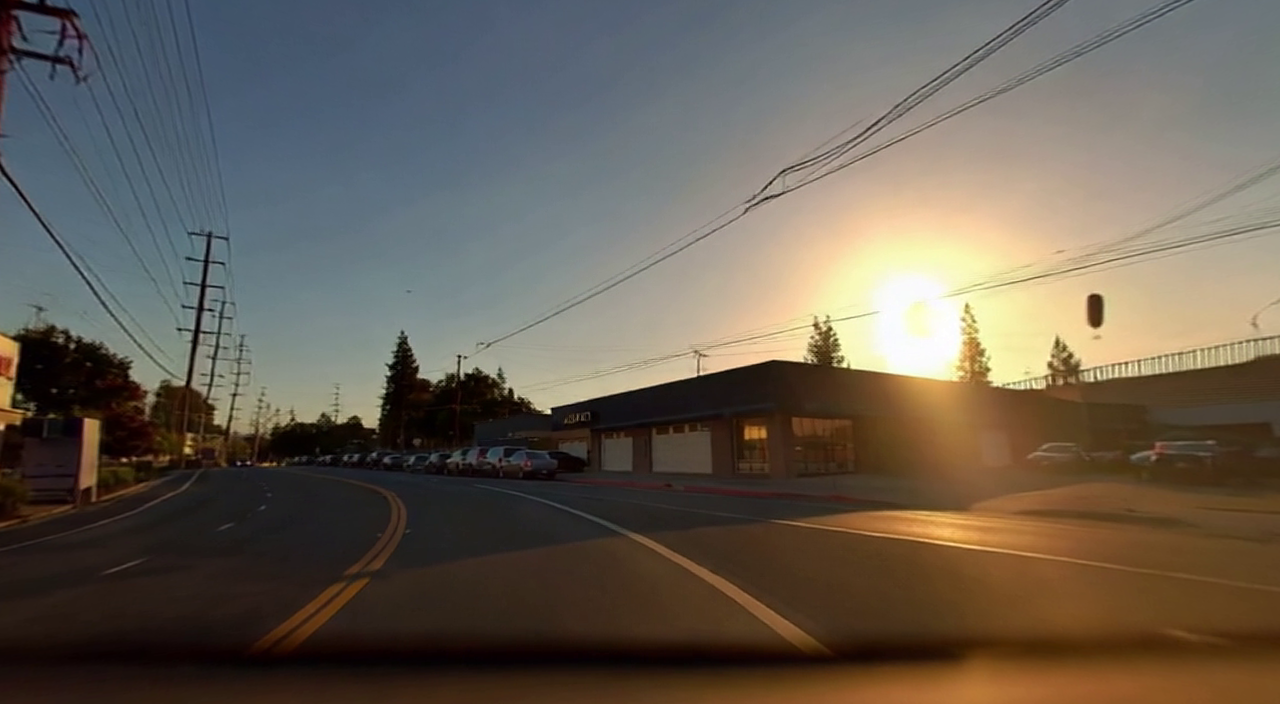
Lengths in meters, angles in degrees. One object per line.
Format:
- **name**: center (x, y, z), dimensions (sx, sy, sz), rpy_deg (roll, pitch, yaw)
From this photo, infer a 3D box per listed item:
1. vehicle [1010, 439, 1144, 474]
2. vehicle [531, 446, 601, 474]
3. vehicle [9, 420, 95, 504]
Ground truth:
- **vehicle**: center (19.463, 4.668, 28.211), dimensions (4.454, 1.504, 1.970), rpy_deg (-1, -9, 1)
- **vehicle**: center (-4.289, 6.394, 37.428), dimensions (2.074, 1.526, 4.853), rpy_deg (-4, -9, 21)
- **vehicle**: center (-21.285, 3.933, 22.906), dimensions (1.716, 2.808, 3.001), rpy_deg (6, -10, -36)
